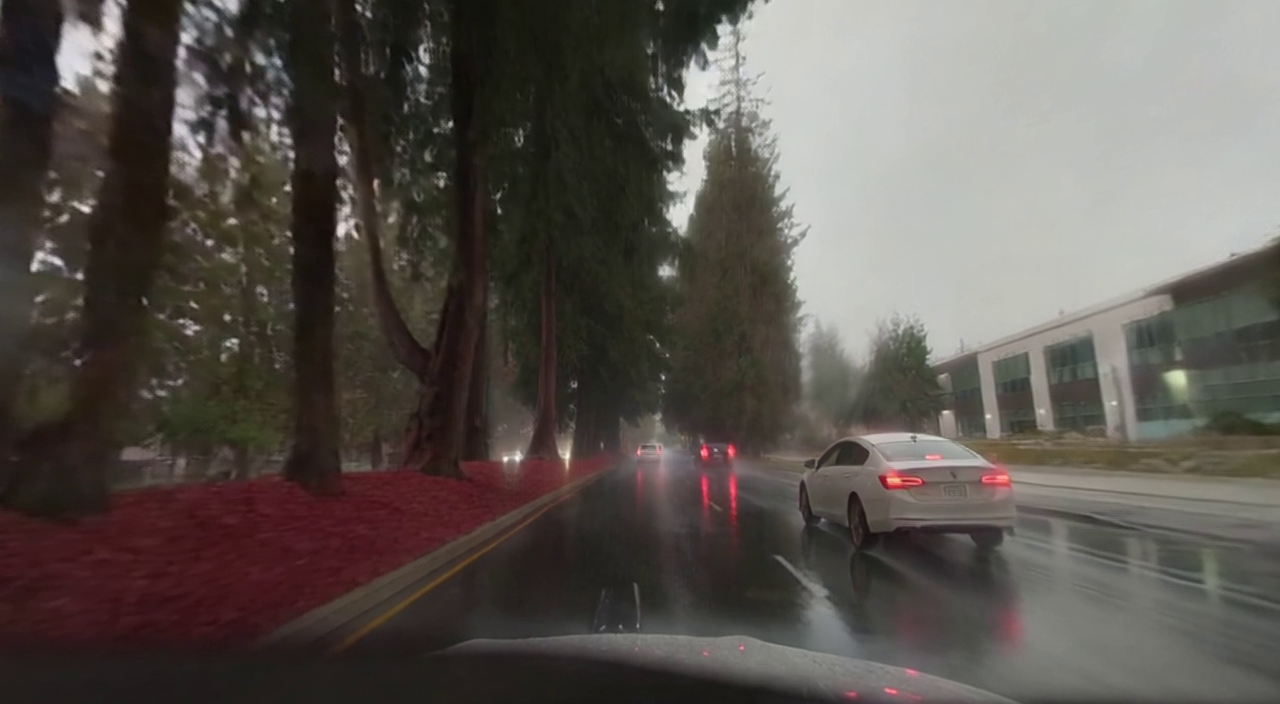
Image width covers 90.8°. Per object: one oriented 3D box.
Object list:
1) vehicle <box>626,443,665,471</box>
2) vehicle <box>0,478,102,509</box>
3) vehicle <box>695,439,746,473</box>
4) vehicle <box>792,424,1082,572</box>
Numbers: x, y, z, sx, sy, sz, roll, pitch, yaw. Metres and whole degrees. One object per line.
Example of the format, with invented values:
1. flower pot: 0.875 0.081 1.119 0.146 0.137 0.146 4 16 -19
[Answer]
1. vehicle: 0.337 5.872 35.604 2.082 1.473 4.028 0 -8 1
2. vehicle: -31.640 7.495 33.617 4.432 1.484 1.839 -1 -9 4
3. vehicle: 4.161 5.457 33.370 2.074 1.652 4.340 0 -9 0
4. vehicle: 3.605 1.842 8.730 1.985 1.529 4.147 0 -8 0
